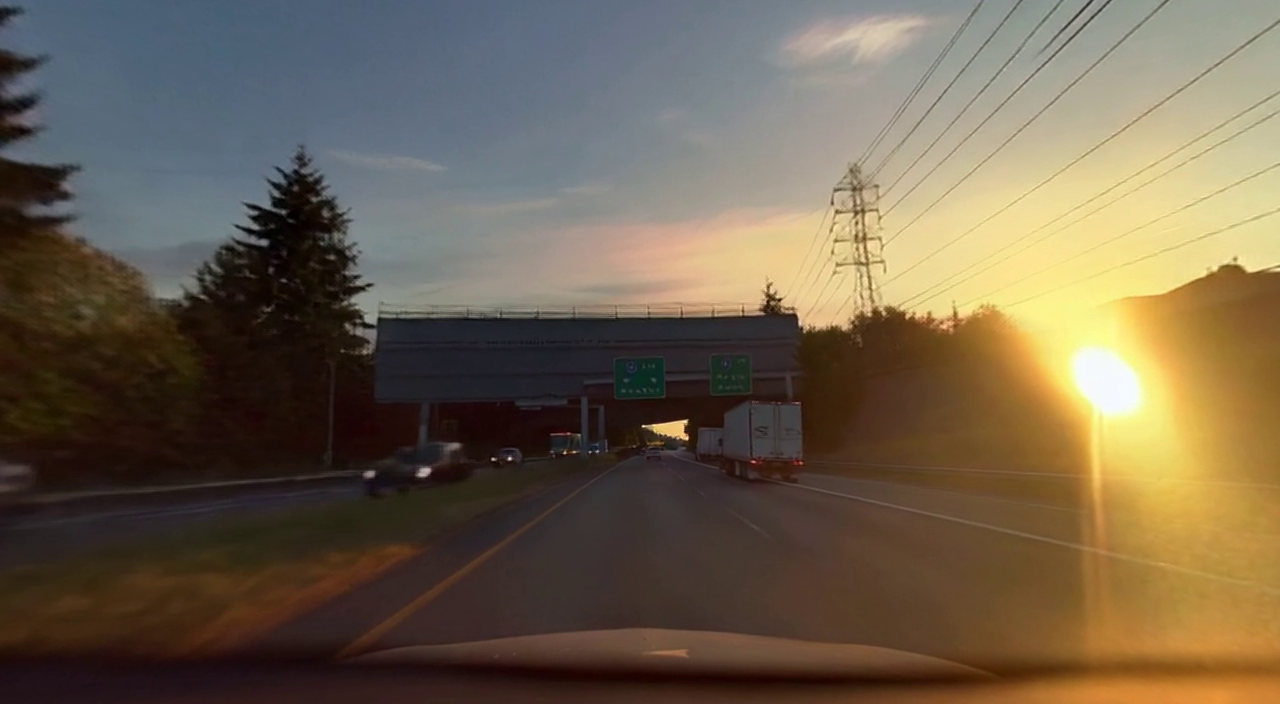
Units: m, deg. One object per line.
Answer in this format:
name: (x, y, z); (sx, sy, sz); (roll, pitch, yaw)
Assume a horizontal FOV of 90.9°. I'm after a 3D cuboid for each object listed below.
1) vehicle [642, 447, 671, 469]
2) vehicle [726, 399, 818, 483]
vehicle: (1.201, 7.783, 46.453); (2.049, 1.500, 3.790); (0, -9, 1)
vehicle: (5.848, 4.167, 29.286); (2.743, 3.367, 7.306); (0, -9, 1)
